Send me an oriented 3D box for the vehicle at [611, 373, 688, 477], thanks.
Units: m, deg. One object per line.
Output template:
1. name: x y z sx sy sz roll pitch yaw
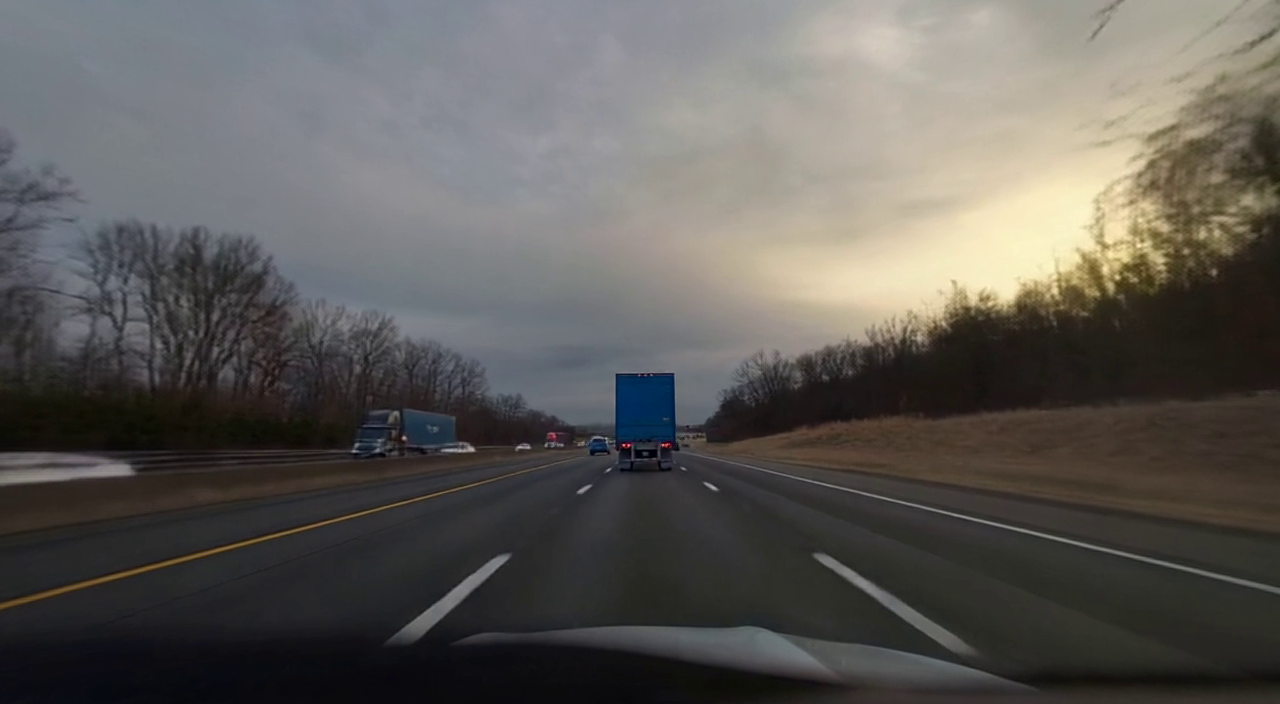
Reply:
1. vehicle: 0.388 3.607 29.840 3.010 4.039 10.481 0 -8 0

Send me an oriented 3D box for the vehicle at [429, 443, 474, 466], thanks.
1. vehicle: -12.557 6.858 42.021 1.811 1.445 3.854 0 -8 -1
